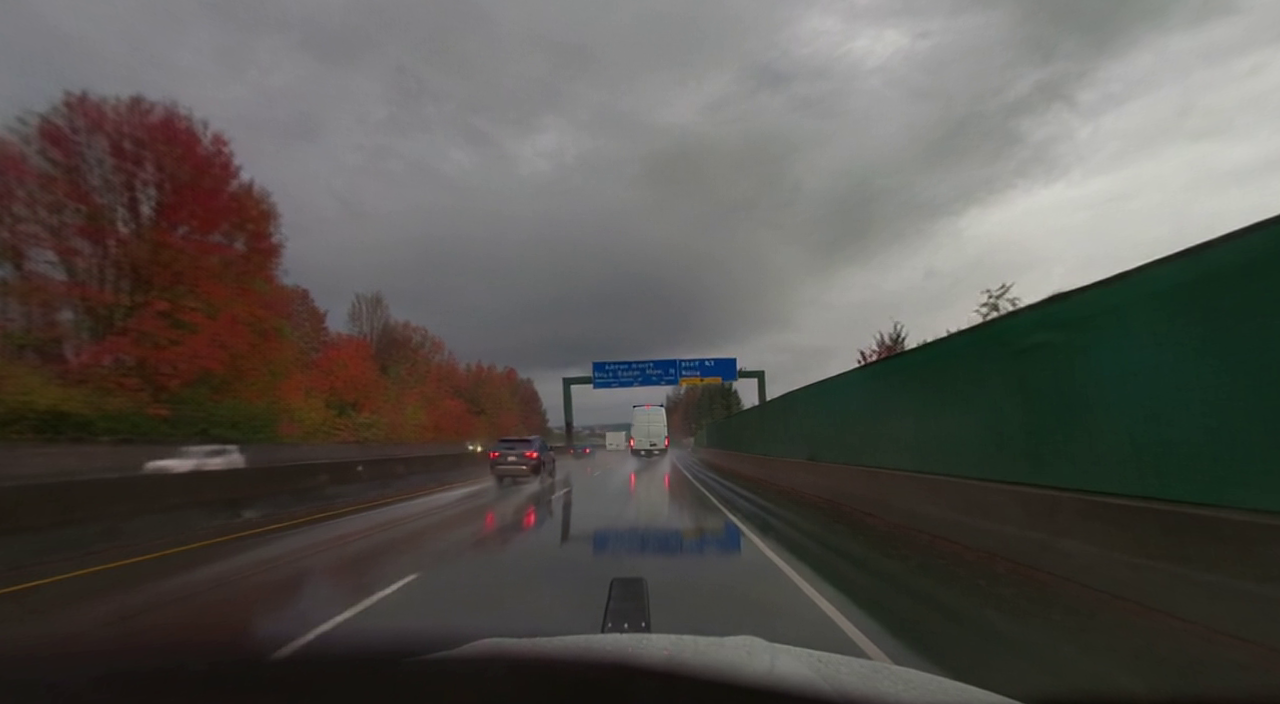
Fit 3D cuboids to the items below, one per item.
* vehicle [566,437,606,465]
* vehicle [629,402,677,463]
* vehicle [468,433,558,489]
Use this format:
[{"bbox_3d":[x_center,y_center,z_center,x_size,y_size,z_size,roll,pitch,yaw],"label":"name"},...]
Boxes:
[{"bbox_3d":[-3.220,6.024,38.410,1.962,1.575,4.158,0,-8,1],"label":"vehicle"},{"bbox_3d":[0.894,5.655,43.773,2.933,3.701,10.425,0,-8,1],"label":"vehicle"},{"bbox_3d":[-3.803,3.313,19.535,1.927,1.556,3.921,0,-8,1],"label":"vehicle"}]
